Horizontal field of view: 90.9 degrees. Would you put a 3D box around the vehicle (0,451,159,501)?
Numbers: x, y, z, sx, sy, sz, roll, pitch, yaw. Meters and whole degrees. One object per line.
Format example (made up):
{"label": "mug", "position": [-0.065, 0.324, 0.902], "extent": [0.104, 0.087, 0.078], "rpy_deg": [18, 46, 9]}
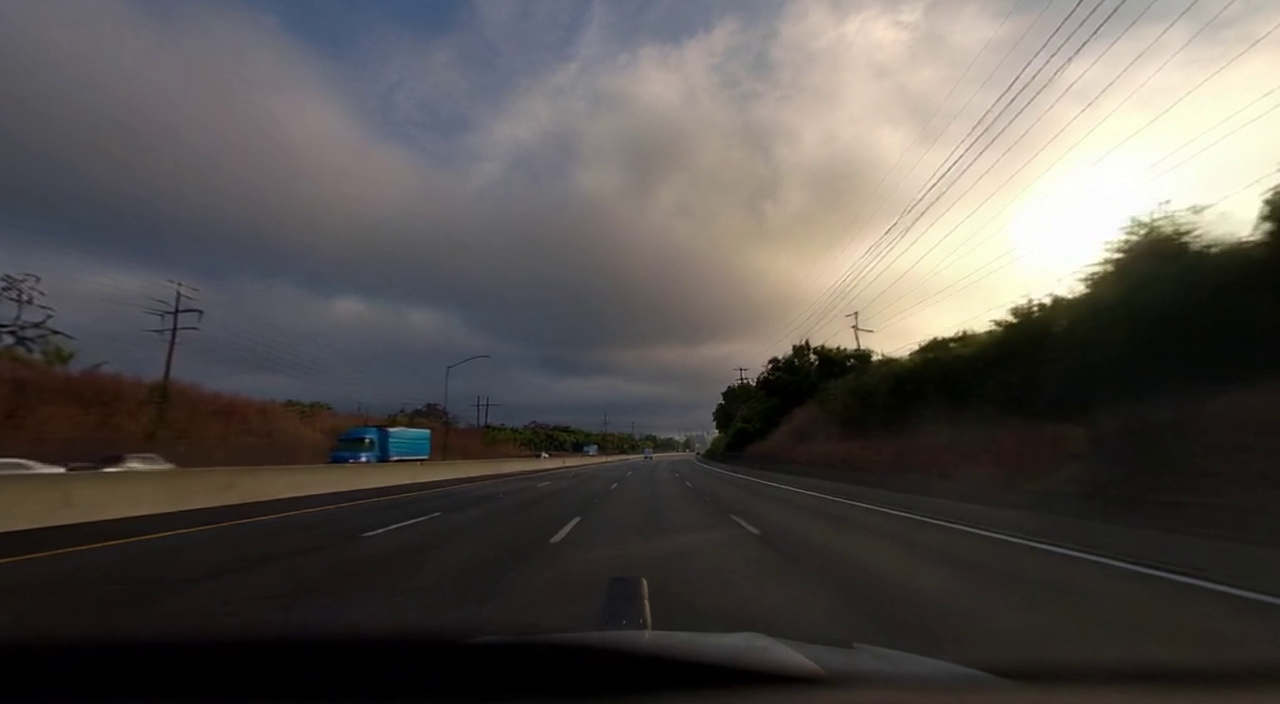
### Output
{"label": "vehicle", "position": [-18.923, 4.112, 21.321], "extent": [1.853, 1.503, 4.223], "rpy_deg": [0, -9, 1]}

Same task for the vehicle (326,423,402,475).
{"label": "vehicle", "position": [-21.660, 7.698, 49.885], "extent": [2.923, 3.816, 6.441], "rpy_deg": [0, -9, 1]}
